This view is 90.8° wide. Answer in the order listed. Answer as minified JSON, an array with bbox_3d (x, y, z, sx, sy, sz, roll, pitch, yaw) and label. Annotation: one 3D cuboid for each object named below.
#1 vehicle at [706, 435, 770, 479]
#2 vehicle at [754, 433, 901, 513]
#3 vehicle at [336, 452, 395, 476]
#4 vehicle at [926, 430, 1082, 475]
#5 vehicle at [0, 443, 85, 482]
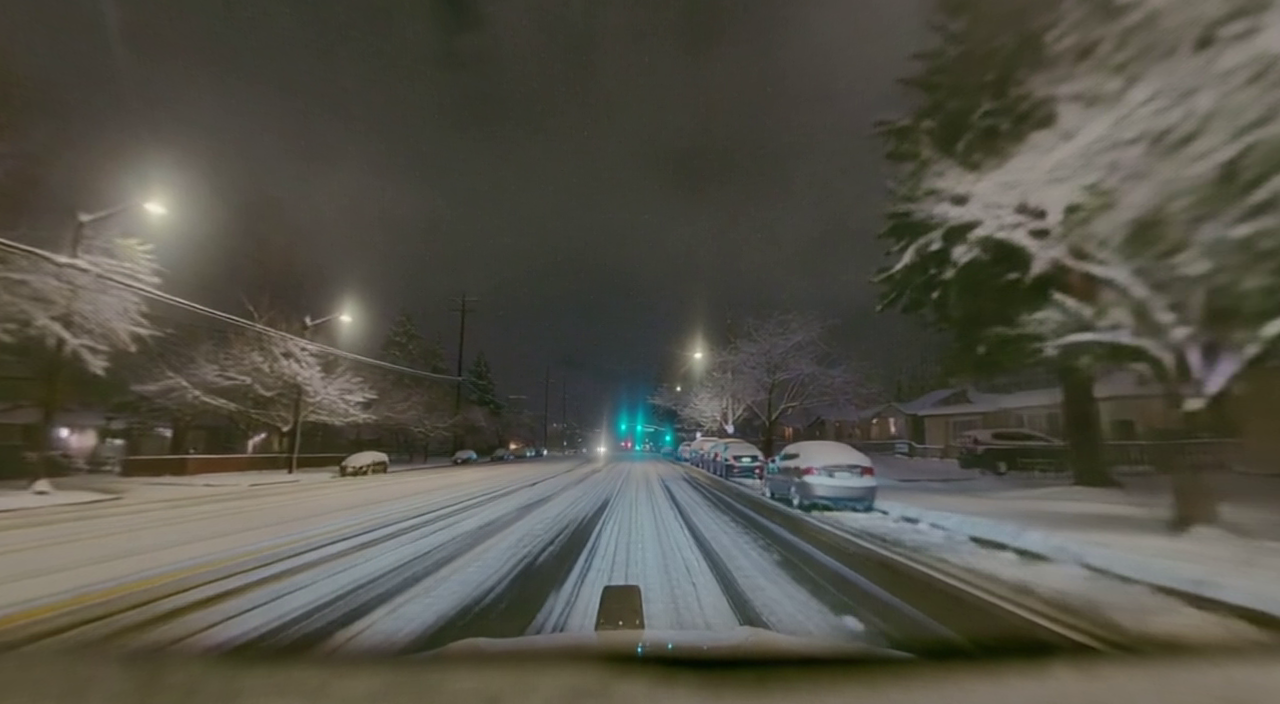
[{"bbox_3d":[4.426,4.865,29.463,2.078,1.837,5.088,0,-9,-1],"label":"vehicle"},{"bbox_3d":[4.558,3.019,16.325,2.154,1.718,4.980,0,-9,-1],"label":"vehicle"},{"bbox_3d":[-17.705,7.225,40.972,1.831,1.428,4.456,0,-9,0],"label":"vehicle"},{"bbox_3d":[15.861,4.410,27.776,2.145,1.761,5.446,8,-12,-43],"label":"vehicle"},{"bbox_3d":[-28.907,5.116,29.455,4.044,1.719,2.074,0,-9,1],"label":"vehicle"}]
